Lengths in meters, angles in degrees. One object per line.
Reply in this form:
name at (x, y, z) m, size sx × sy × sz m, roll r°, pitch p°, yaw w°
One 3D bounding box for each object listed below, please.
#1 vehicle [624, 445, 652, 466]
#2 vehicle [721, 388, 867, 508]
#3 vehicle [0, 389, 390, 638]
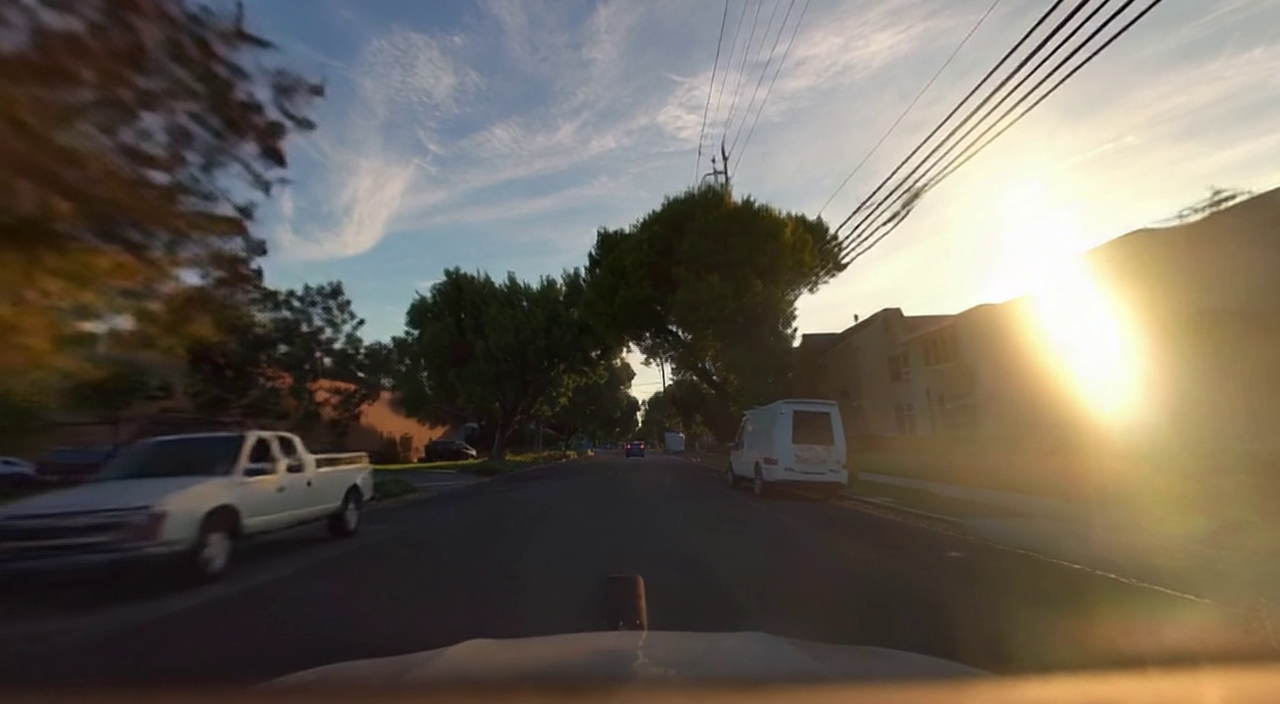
vehicle at (-0.185, 8.066, 49.404) m, size 2.062 × 1.509 × 4.305 m, roll 0°, pitch -8°, yaw -1°
vehicle at (3.983, 2.700, 17.804) m, size 2.384 × 2.791 × 5.899 m, roll 1°, pitch -9°, yaw -2°
vehicle at (-5.804, 1.811, 8.604) m, size 2.284 × 2.119 × 5.984 m, roll -4°, pitch -7°, yaw 1°
